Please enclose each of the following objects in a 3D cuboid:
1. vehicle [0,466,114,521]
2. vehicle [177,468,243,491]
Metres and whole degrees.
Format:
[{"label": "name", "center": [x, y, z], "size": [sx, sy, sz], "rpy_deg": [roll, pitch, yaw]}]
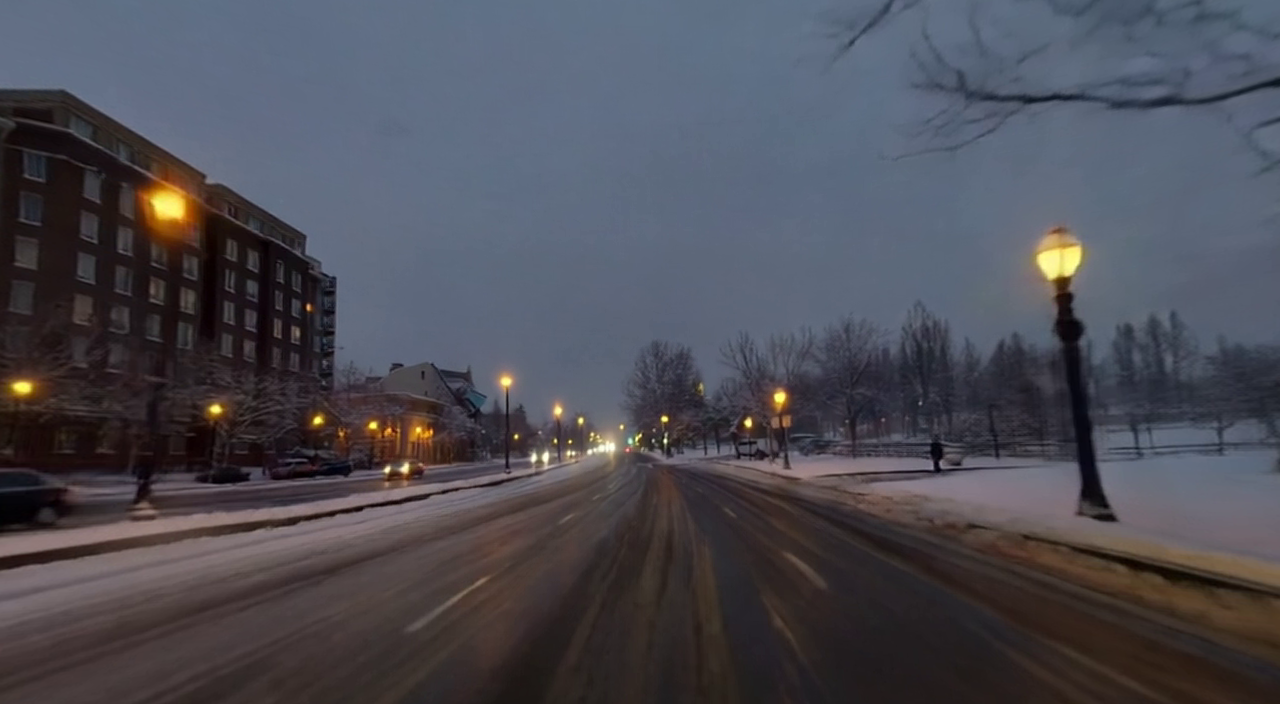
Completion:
[{"label": "vehicle", "center": [-18.835, 4.257, 19.132], "size": [1.835, 1.417, 4.352], "rpy_deg": [0, -8, 2]}, {"label": "vehicle", "center": [-31.671, 9.371, 46.573], "size": [1.799, 1.473, 4.490], "rpy_deg": [0, -8, -2]}]
